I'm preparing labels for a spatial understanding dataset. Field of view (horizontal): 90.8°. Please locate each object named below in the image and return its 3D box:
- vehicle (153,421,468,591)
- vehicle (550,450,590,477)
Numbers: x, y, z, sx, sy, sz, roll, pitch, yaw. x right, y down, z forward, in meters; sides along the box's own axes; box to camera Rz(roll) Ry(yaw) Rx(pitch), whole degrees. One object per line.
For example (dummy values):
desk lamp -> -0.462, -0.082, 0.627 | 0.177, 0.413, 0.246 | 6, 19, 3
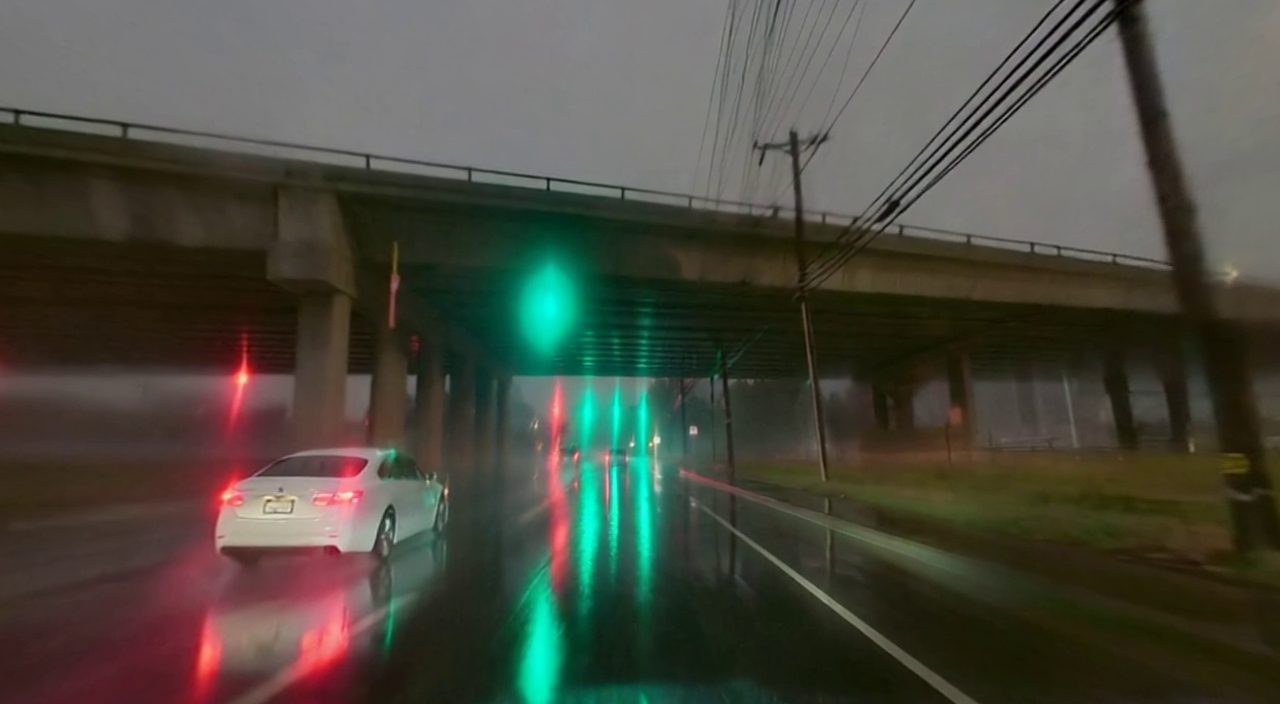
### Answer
vehicle -> -3.859, 1.846, 8.472 | 1.925, 1.666, 4.271 | 0, -8, -1
vehicle -> -4.074, 6.562, 37.279 | 1.946, 1.437, 4.154 | 0, -8, -1
